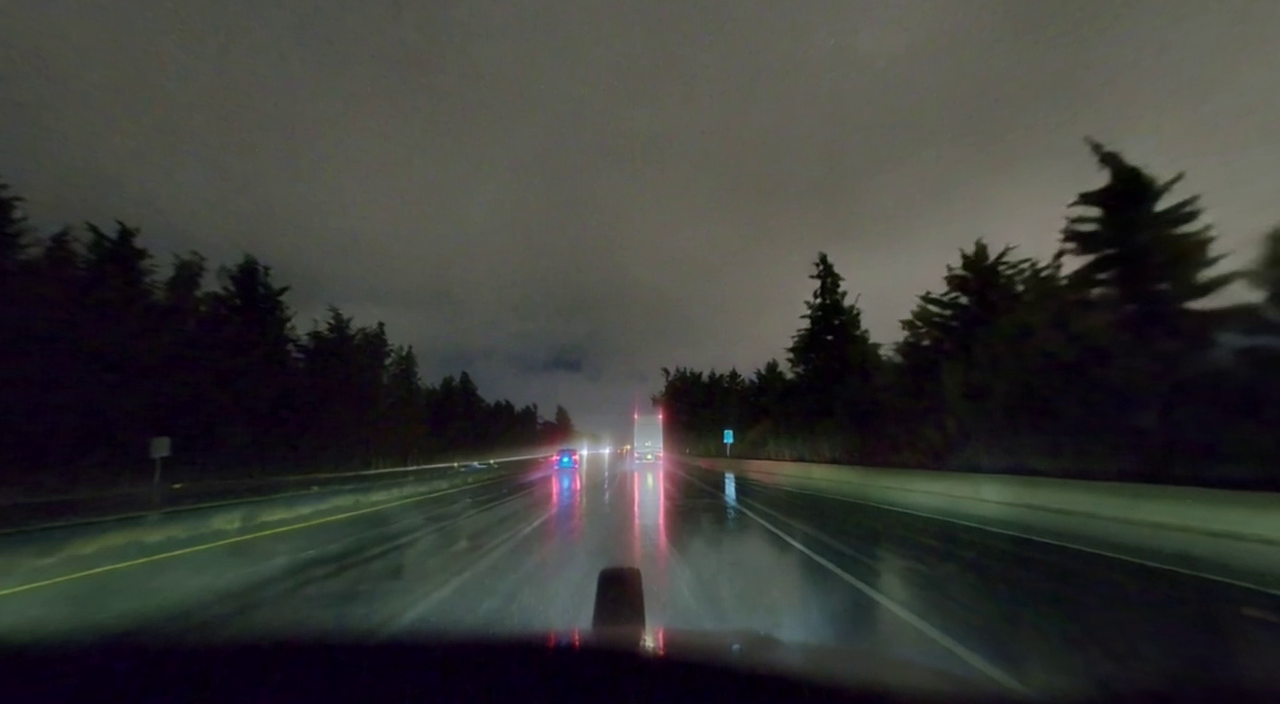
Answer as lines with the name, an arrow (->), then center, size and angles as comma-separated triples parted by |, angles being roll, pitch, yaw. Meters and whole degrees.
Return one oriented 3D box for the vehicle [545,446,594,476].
vehicle -> -3.806, 5.991, 34.897 | 1.999, 1.533, 4.870 | -1, -9, 2
